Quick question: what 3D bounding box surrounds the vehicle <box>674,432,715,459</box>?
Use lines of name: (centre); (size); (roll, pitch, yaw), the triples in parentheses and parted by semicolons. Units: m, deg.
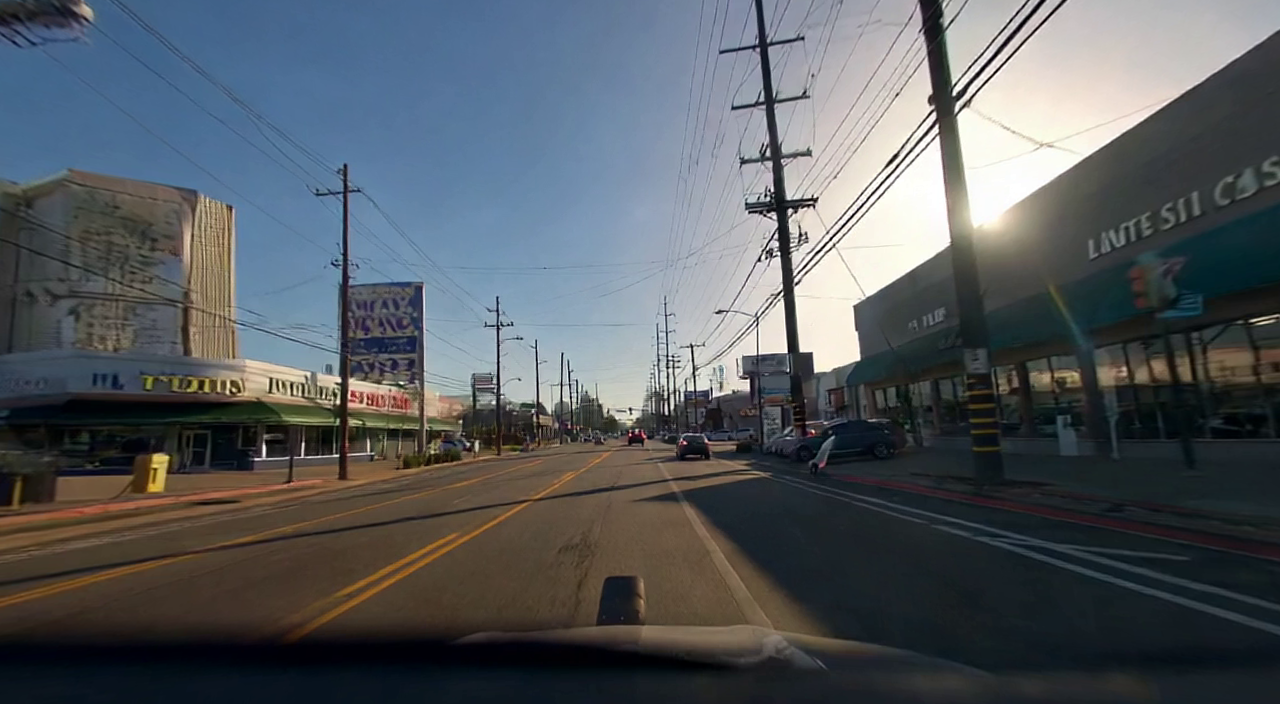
vehicle: (3.171, 5.534, 37.391); (1.926, 1.482, 4.442); (0, -8, -1)

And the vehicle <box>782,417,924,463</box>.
vehicle: (9.873, 4.134, 29.711); (5.771, 2.013, 2.414); (-1, -8, -1)
